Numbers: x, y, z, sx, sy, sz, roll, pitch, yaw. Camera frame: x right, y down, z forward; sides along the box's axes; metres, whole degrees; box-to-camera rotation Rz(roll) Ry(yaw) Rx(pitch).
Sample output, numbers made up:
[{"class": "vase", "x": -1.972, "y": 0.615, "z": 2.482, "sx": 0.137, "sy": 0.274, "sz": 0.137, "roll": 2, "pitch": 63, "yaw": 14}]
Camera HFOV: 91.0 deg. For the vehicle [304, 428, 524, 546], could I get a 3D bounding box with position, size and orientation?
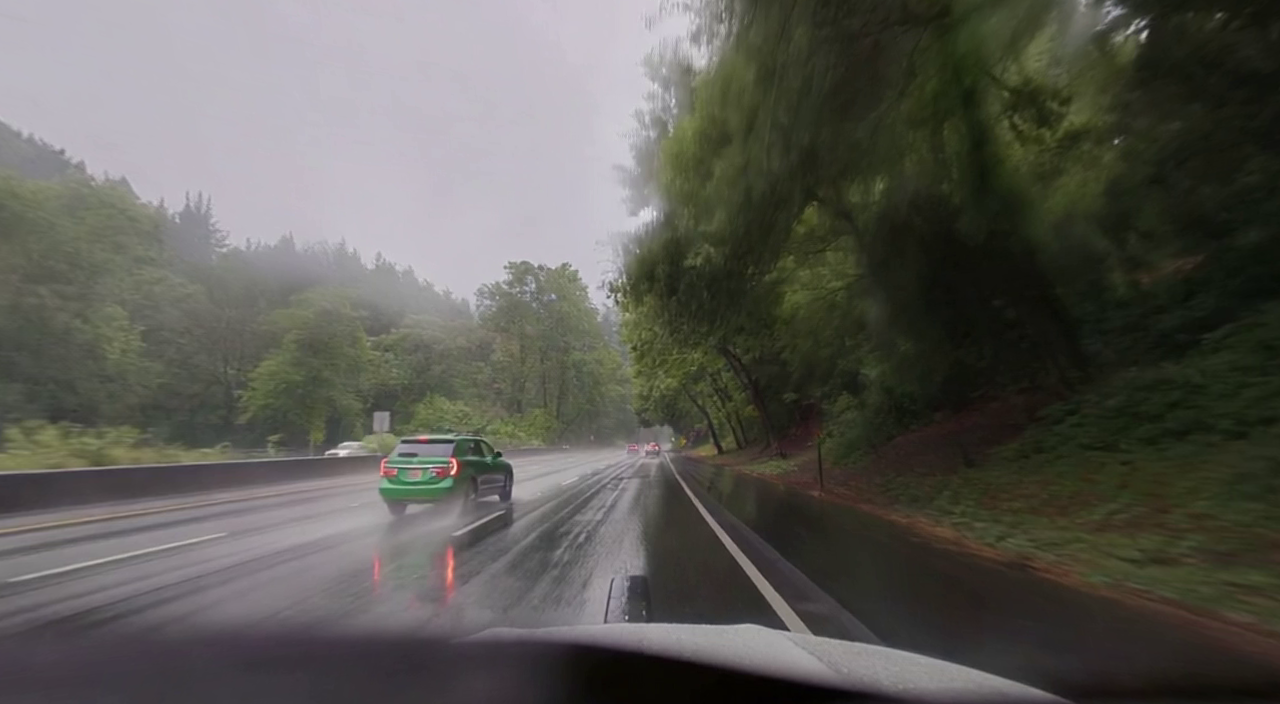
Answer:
[{"class": "vehicle", "x": -3.438, "y": 2.125, "z": 10.682, "sx": 2.015, "sy": 1.561, "sz": 4.469, "roll": 0, "pitch": -8, "yaw": 1}]
